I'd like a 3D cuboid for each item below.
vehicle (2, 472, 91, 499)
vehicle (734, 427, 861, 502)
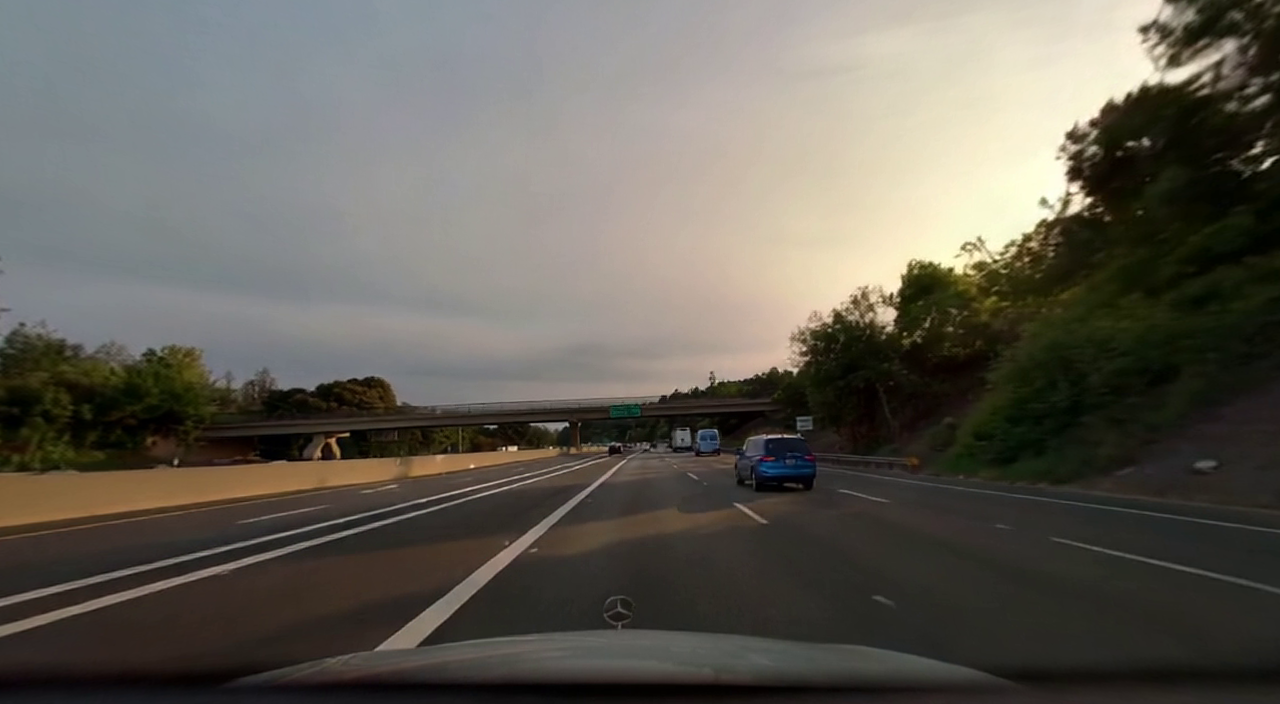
[{"bbox_3d":[-43.778,9.816,46.556,1.906,1.662,4.724,0,-9,1],"label":"vehicle"},{"bbox_3d":[3.938,2.903,16.641,2.148,1.691,4.443,0,-9,-1],"label":"vehicle"}]
